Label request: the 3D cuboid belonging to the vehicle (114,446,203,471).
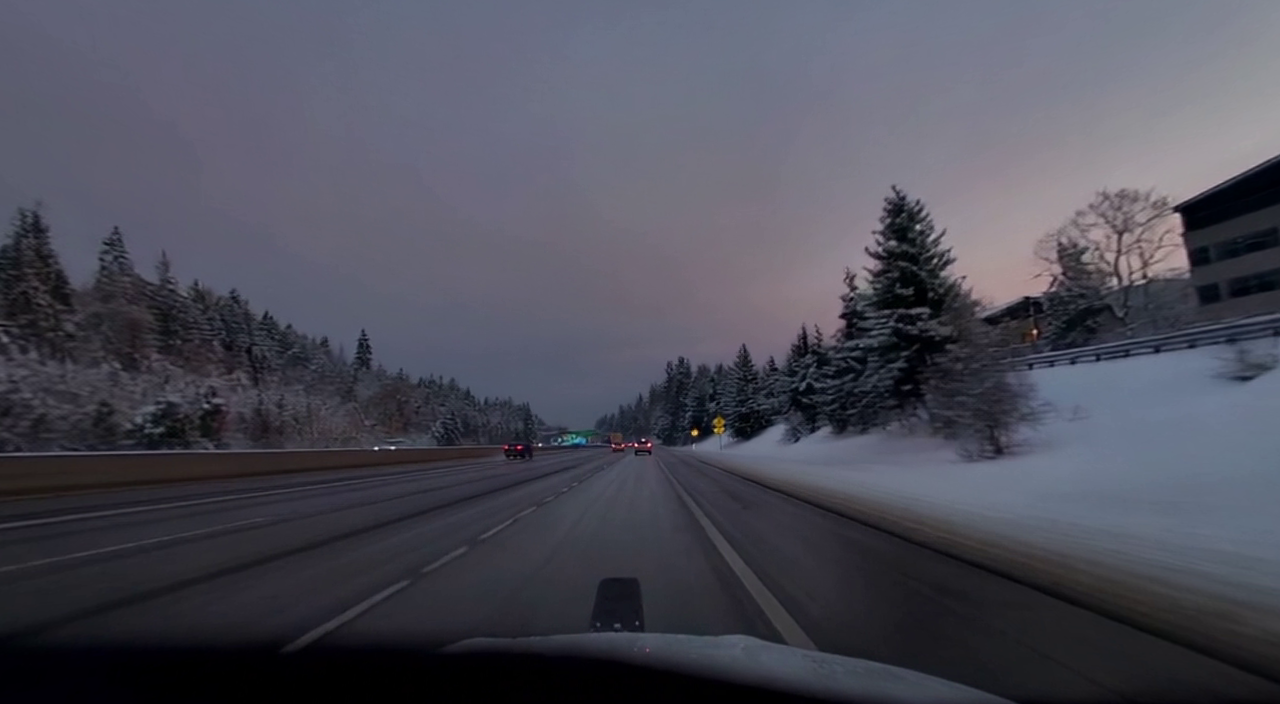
[{"bbox_3d":[-30.721,6.774,40.542,1.868,1.463,4.793,-1,-8,1],"label":"vehicle"}]
